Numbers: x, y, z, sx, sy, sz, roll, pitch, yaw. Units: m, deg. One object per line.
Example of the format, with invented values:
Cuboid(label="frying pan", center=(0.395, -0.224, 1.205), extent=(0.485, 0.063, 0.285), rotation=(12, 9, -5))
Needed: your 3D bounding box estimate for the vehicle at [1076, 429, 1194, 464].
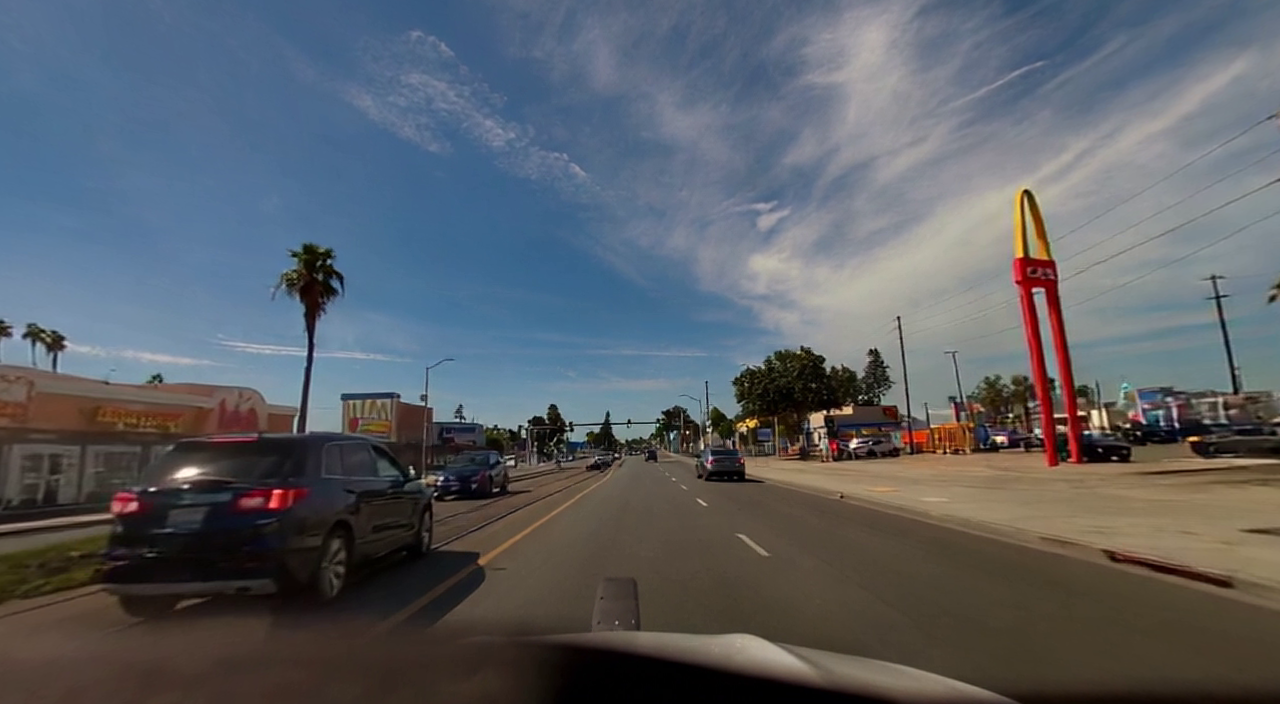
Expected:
Cuboid(label="vehicle", center=(29.667, 5.693, 38.128), extent=(5.325, 1.840, 1.882), rotation=(-3, -12, 30))

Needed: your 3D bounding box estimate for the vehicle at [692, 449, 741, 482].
Cuboid(label="vehicle", center=(3.732, 5.575, 31.350), extent=(1.889, 1.448, 4.262), rotation=(0, -9, 0))

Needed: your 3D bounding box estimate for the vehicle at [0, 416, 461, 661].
Cuboid(label="vehicle", center=(-3.276, 1.509, 6.207), extent=(2.021, 1.550, 4.090), rotation=(0, -9, -3))

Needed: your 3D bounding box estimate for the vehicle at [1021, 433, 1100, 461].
Cuboid(label="vehicle", center=(29.321, 6.638, 44.198), extent=(4.361, 1.818, 2.009), rotation=(-5, -10, 29))

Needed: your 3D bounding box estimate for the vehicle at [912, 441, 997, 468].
Cuboid(label="vehicle", center=(18.168, 5.877, 36.460), extent=(4.750, 1.478, 1.998), rotation=(5, -10, -29))
